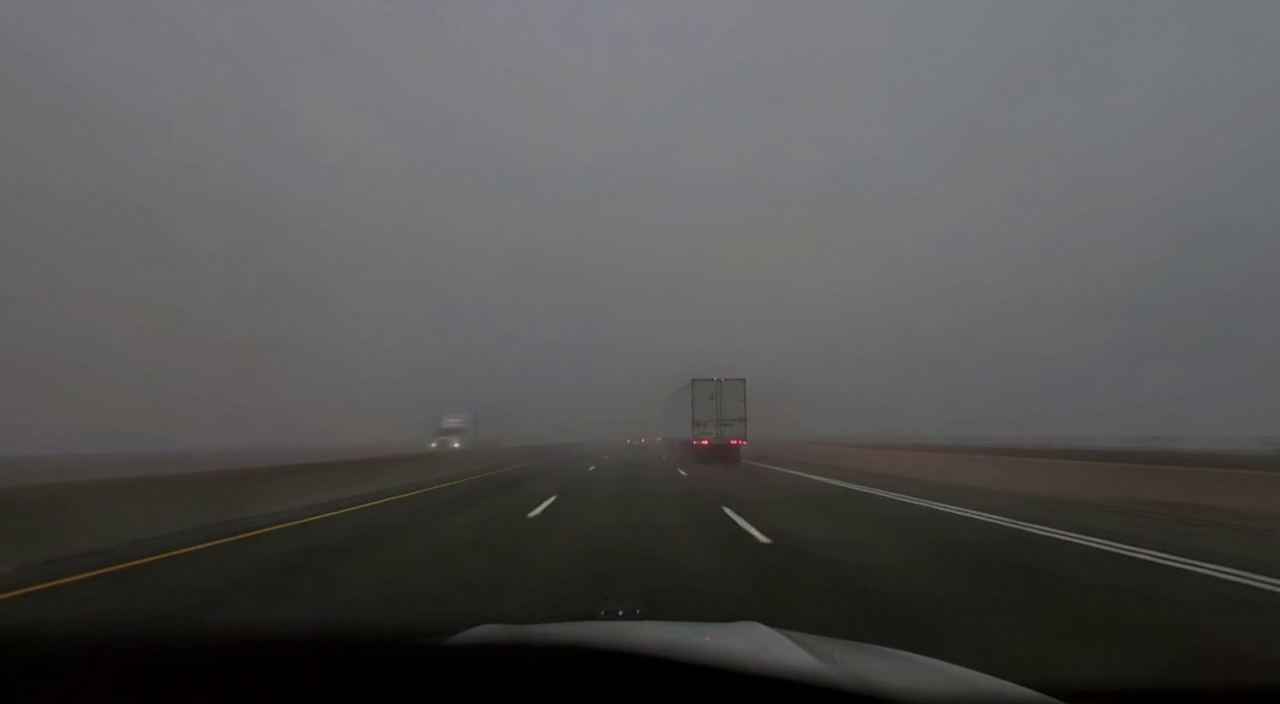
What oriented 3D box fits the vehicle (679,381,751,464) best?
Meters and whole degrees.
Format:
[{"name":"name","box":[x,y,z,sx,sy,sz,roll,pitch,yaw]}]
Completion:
[{"name":"vehicle","box":[3.856,3.991,34.512,2.840,3.947,8.920,0,-8,0]}]
